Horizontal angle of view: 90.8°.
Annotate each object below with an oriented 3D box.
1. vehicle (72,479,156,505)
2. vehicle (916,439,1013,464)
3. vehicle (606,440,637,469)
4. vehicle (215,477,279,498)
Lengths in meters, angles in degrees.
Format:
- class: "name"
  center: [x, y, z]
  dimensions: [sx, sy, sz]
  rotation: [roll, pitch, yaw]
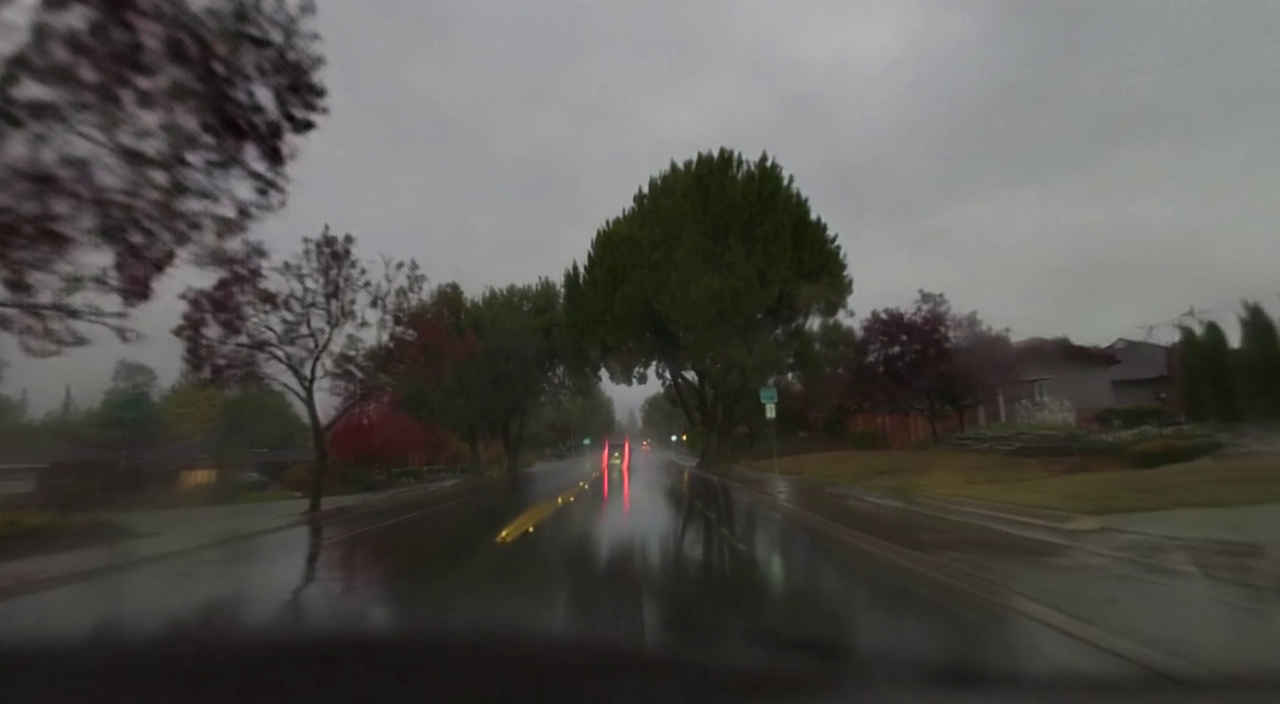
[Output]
- class: "vehicle"
  center: [-31.057, 8.248, 37.318]
  dimensions: [3.502, 1.310, 1.729]
  rotation: [-1, -8, 5]
- class: "vehicle"
  center: [14.392, 4.447, 28.318]
  dimensions: [1.987, 1.039, 4.499]
  rotation: [0, -9, 0]
- class: "vehicle"
  center: [-1.360, 7.682, 47.642]
  dimensions: [2.210, 2.023, 4.663]
  rotation: [0, -9, -1]
- class: "vehicle"
  center: [-29.542, 10.205, 47.558]
  dimensions: [3.675, 1.432, 1.636]
  rotation: [0, -9, 3]
